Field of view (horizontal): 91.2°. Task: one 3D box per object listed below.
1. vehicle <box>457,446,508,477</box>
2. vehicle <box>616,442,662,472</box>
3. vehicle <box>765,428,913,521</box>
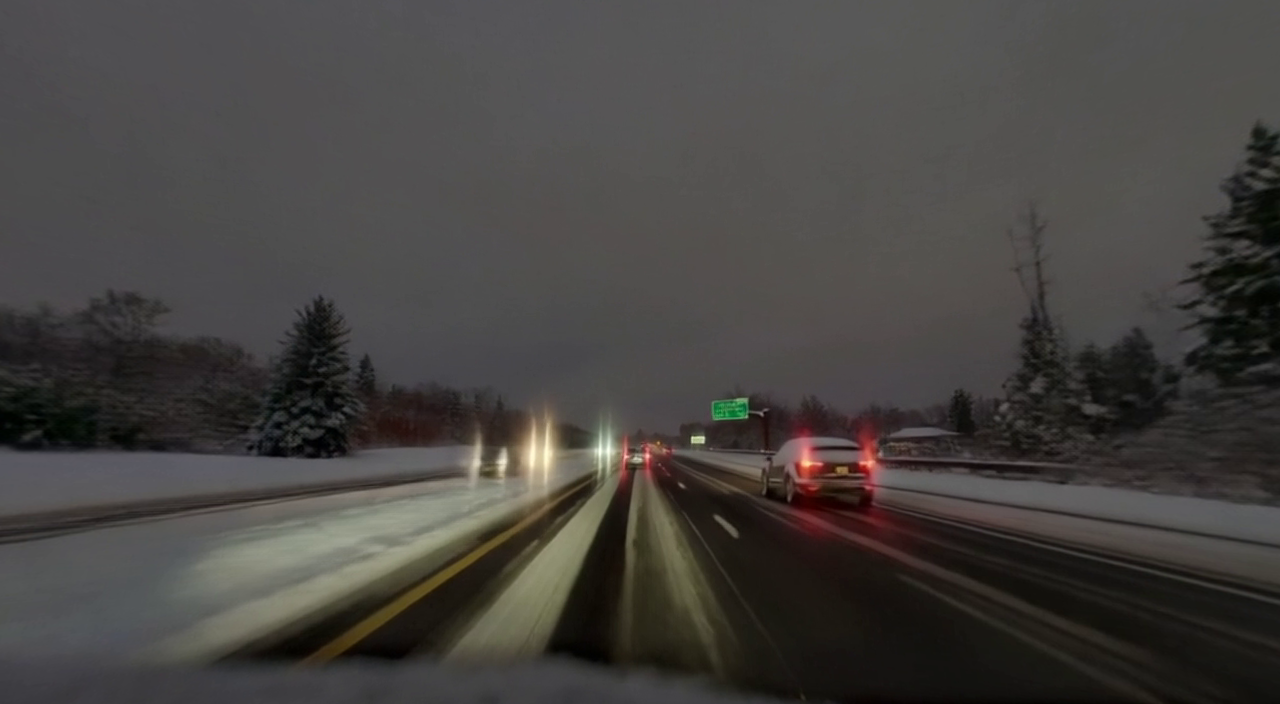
[{"bbox_3d":[-8.575,5.971,34.532,1.968,1.597,4.349,0,-8,-4],"label":"vehicle"},{"bbox_3d":[0.006,6.101,36.645,2.084,1.594,4.219,-2,-8,7],"label":"vehicle"},{"bbox_3d":[3.887,2.449,13.012,1.969,1.595,3.964,-1,-8,4],"label":"vehicle"}]
